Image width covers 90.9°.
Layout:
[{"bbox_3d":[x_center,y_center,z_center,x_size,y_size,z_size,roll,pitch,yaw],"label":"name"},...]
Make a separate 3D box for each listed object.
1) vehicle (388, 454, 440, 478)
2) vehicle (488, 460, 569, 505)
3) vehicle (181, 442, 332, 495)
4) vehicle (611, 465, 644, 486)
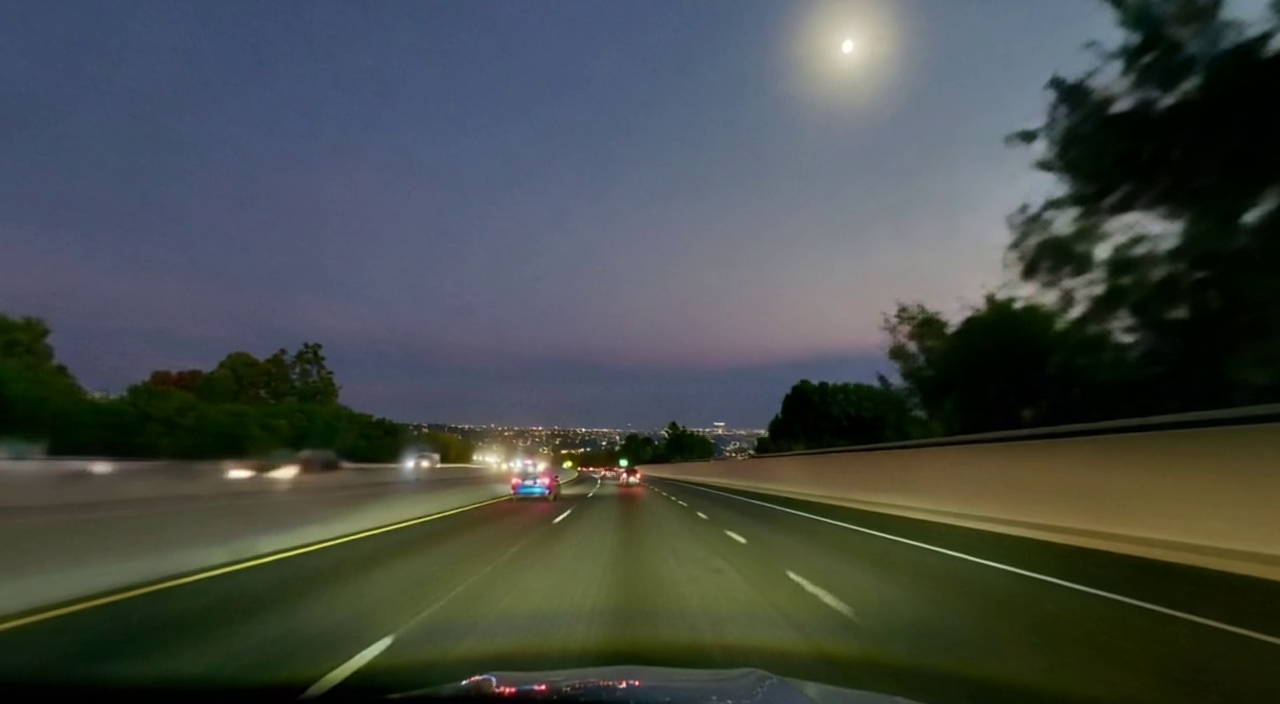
[{"bbox_3d":[-17.505,8.908,48.996,2.289,1.672,4.818,2,-10,-1],"label":"vehicle"},{"bbox_3d":[-4.159,4.989,24.346,2.310,1.521,4.731,1,-11,-1],"label":"vehicle"},{"bbox_3d":[-12.496,3.873,21.019,2.114,1.518,4.635,1,-11,0],"label":"vehicle"},{"bbox_3d":[-0.929,9.387,48.005,2.363,1.526,4.687,1,-11,-1],"label":"vehicle"}]
